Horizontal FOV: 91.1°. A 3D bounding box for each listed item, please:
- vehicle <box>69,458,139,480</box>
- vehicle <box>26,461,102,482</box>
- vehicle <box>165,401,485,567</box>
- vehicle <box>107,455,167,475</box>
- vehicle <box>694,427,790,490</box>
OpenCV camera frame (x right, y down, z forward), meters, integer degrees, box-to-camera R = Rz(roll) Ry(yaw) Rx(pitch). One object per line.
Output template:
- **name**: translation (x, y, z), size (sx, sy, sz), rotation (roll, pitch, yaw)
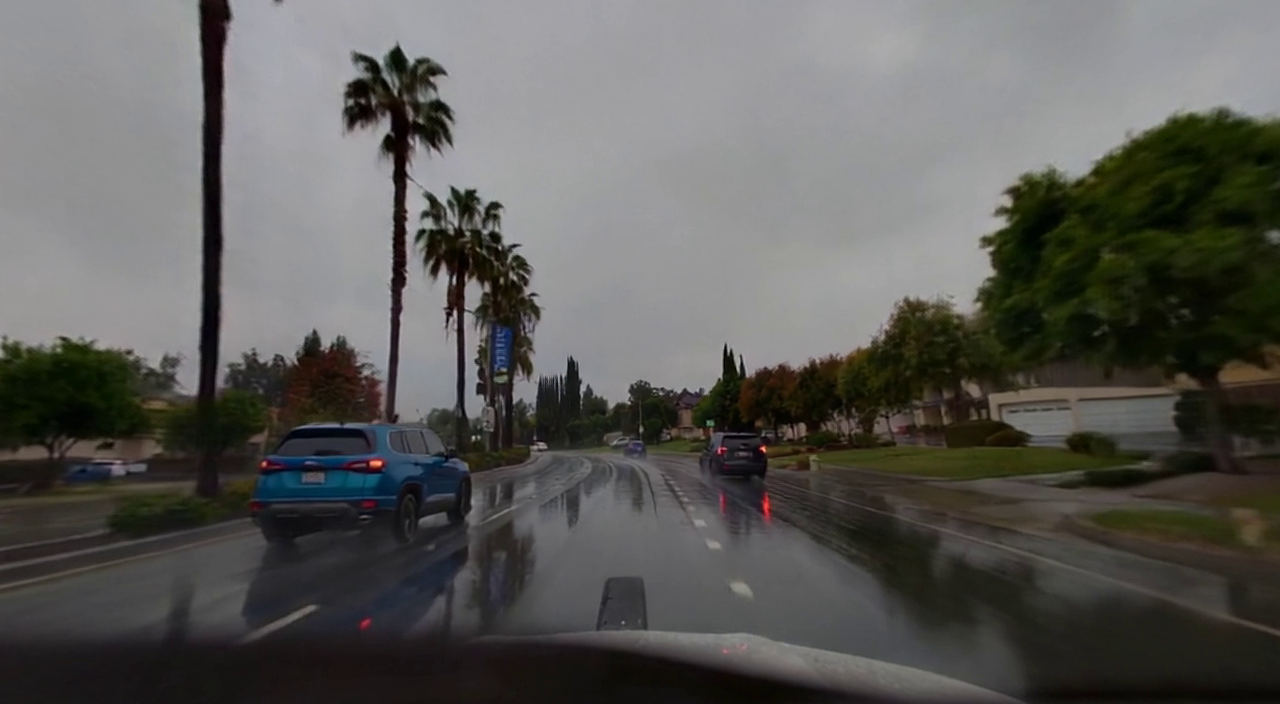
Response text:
- **vehicle**: translation (-37.879, 8.263, 44.401), size (3.430, 1.341, 1.611), rotation (-1, -9, -2)
- **vehicle**: translation (-38.184, 7.924, 41.652), size (3.336, 1.332, 1.631), rotation (0, -8, 0)
- **vehicle**: translation (-3.991, 1.776, 9.233), size (2.150, 1.768, 4.868), rotation (0, -8, 0)
- **vehicle**: translation (-39.624, 8.890, 49.522), size (3.285, 1.351, 1.575), rotation (-1, -9, -8)
- **vehicle**: translation (3.194, 3.468, 20.737), size (2.195, 1.804, 4.658), rotation (0, -8, -3)
